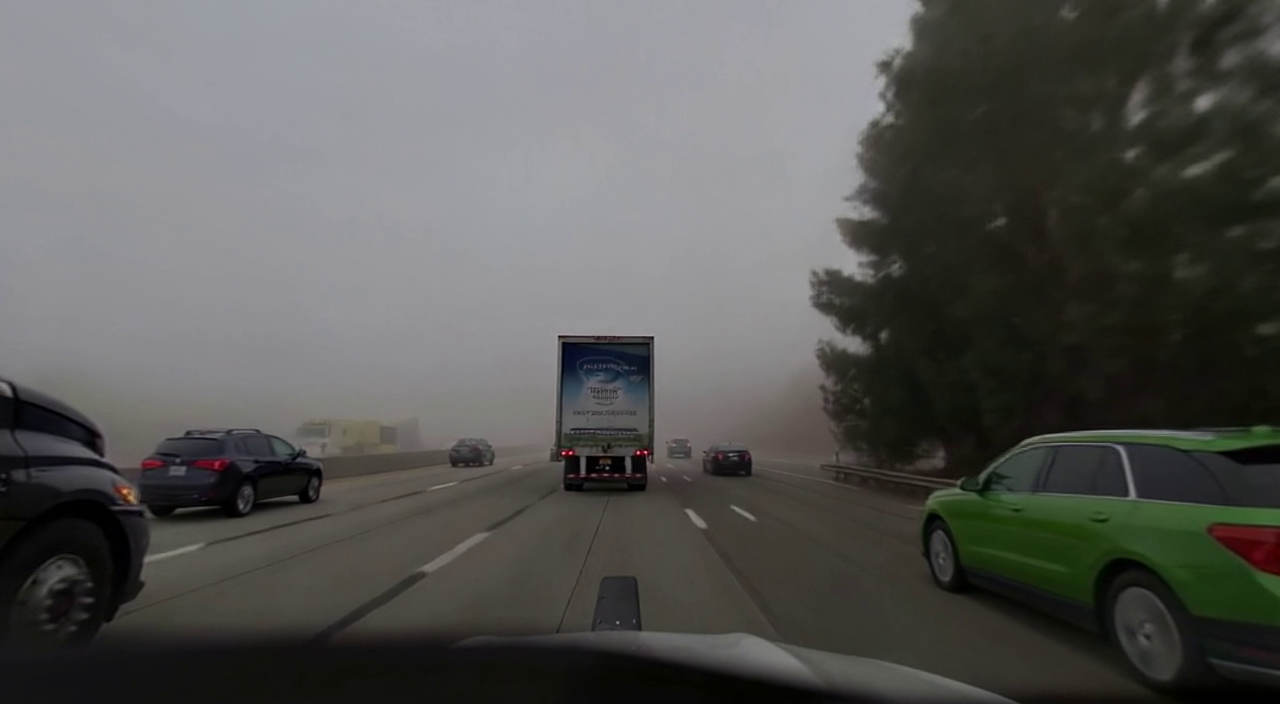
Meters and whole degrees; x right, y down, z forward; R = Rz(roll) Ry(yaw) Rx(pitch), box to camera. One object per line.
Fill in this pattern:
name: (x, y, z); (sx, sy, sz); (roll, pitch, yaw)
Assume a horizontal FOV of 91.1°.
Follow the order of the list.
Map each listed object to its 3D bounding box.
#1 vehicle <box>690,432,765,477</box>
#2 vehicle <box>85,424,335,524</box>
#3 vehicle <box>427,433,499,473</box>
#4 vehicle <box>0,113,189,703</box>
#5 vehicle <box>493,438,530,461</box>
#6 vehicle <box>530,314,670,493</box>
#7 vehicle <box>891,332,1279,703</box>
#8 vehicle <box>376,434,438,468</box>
vehicle: (3.178, 3.821, 23.763); (2.003, 1.519, 4.580); (0, -8, -3)
vehicle: (-8.354, 2.362, 12.883); (2.048, 1.652, 4.421); (0, -8, -2)
vehicle: (-8.098, 4.617, 29.210); (2.057, 1.698, 4.550); (0, -8, -1)
vehicle: (-3.810, 0.124, 0.592); (2.660, 2.637, 5.634); (0, -8, -2)
vehicle: (-8.907, 6.784, 43.896); (1.845, 1.488, 3.656); (0, -8, 0)
vehicle: (-1.164, 1.737, 18.299); (2.911, 3.787, 9.905); (0, -8, -4)
vehicle: (3.571, 0.924, 3.802); (2.118, 1.647, 4.400); (0, -8, -2)
vehicle: (-16.920, 7.191, 46.001); (2.446, 2.276, 5.514); (0, -8, 0)
